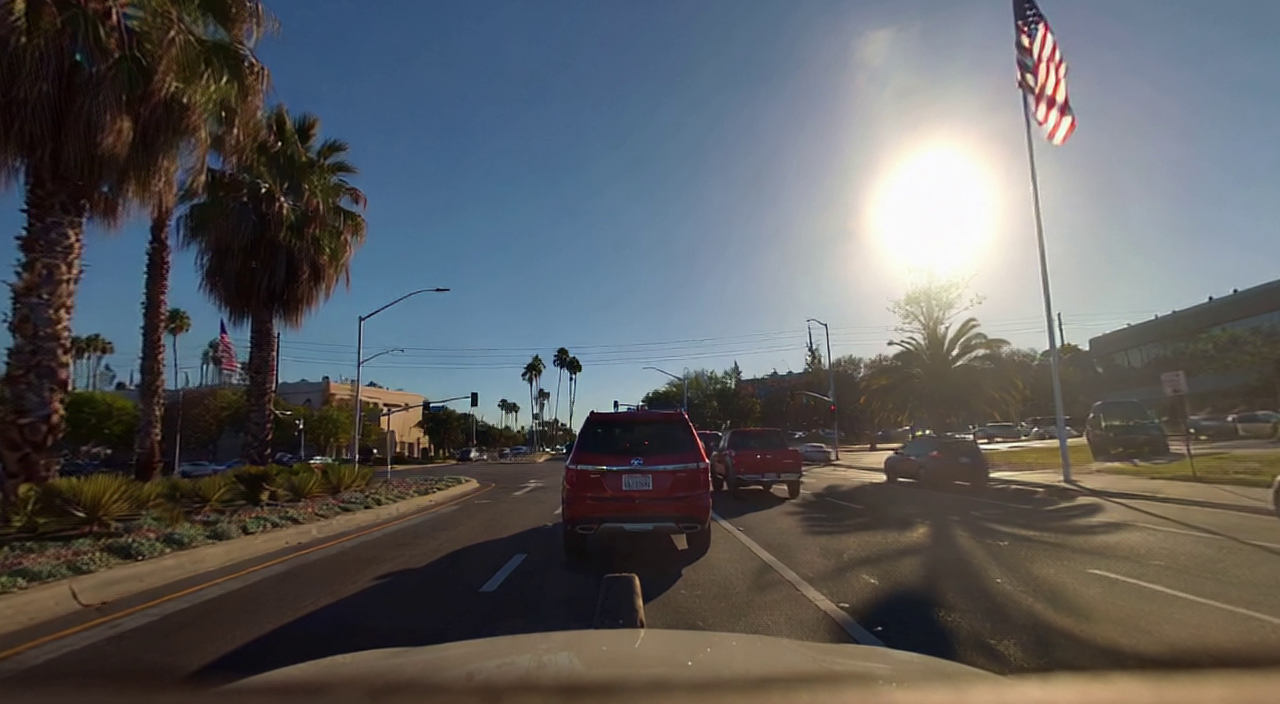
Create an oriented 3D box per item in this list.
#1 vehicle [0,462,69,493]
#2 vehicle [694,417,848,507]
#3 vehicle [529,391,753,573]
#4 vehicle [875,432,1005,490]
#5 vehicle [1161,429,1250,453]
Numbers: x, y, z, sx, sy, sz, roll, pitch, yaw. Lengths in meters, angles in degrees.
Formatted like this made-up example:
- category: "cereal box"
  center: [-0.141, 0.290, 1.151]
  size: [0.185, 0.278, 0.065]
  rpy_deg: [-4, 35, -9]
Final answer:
- category: "vehicle"
  center: [-45.835, 9.052, 45.745]
  size: [6.410, 2.078, 2.584]
  rpy_deg: [0, -9, 0]
- category: "vehicle"
  center: [3.249, 2.976, 17.566]
  size: [2.773, 2.021, 6.212]
  rpy_deg: [0, -9, -2]
- category: "vehicle"
  center: [-0.065, 1.732, 9.144]
  size: [2.402, 1.938, 4.535]
  rpy_deg: [0, -9, -2]
- category: "vehicle"
  center: [10.098, 3.692, 21.751]
  size: [2.155, 1.779, 4.582]
  rpy_deg: [0, -9, -1]
- category: "vehicle"
  center: [36.417, 5.748, 40.838]
  size: [1.839, 1.455, 4.395]
  rpy_deg: [-1, -9, 3]
